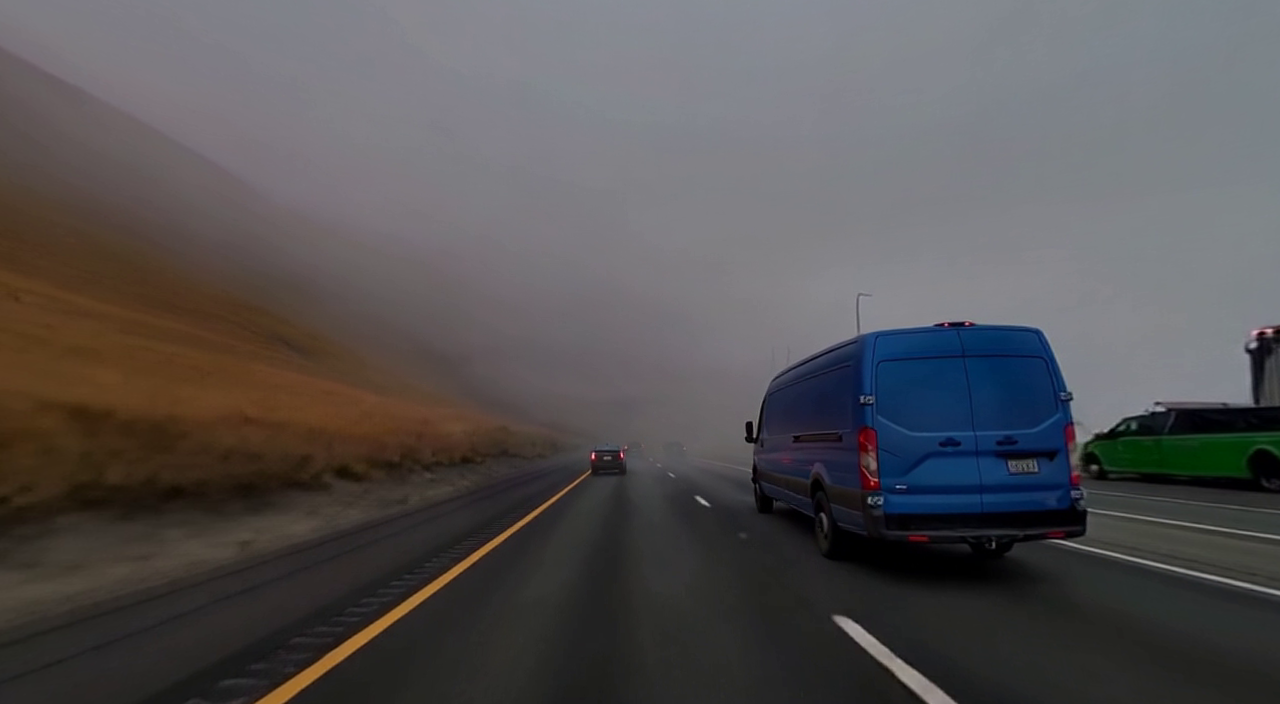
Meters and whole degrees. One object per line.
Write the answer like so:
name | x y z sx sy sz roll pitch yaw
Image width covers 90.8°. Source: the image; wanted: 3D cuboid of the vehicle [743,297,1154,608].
vehicle | 3.051 1.244 8.267 2.365 2.630 5.754 0 -9 -1

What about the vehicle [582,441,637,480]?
vehicle | -1.153 4.339 25.585 2.082 1.445 3.826 0 -8 0

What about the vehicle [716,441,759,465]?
vehicle | 6.365 6.644 41.684 1.958 1.514 4.930 0 -8 -1

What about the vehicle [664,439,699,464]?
vehicle | 2.917 7.122 45.459 2.108 1.717 3.996 0 -8 -2
